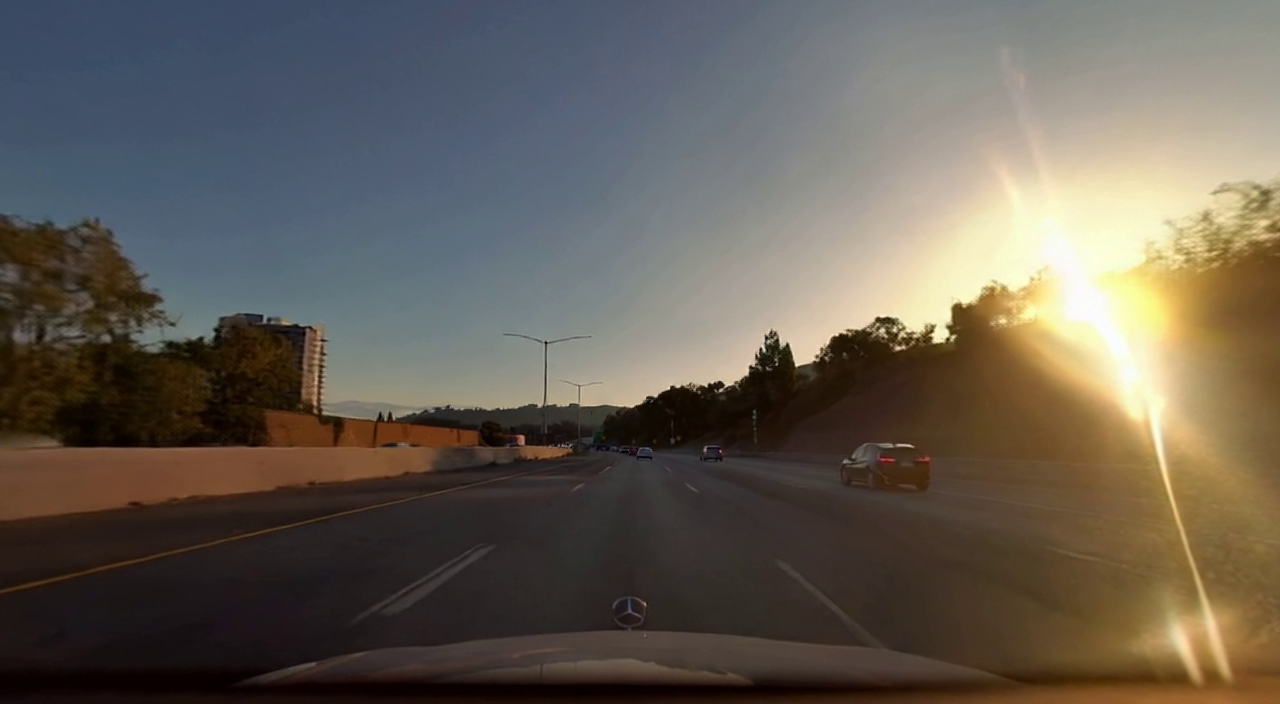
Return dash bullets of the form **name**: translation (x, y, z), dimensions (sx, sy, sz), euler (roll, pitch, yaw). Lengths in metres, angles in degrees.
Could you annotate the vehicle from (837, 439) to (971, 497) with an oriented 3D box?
- **vehicle**: translation (7.799, 3.451, 19.231), dimensions (2.031, 1.524, 4.657), euler (0, -8, -1)
